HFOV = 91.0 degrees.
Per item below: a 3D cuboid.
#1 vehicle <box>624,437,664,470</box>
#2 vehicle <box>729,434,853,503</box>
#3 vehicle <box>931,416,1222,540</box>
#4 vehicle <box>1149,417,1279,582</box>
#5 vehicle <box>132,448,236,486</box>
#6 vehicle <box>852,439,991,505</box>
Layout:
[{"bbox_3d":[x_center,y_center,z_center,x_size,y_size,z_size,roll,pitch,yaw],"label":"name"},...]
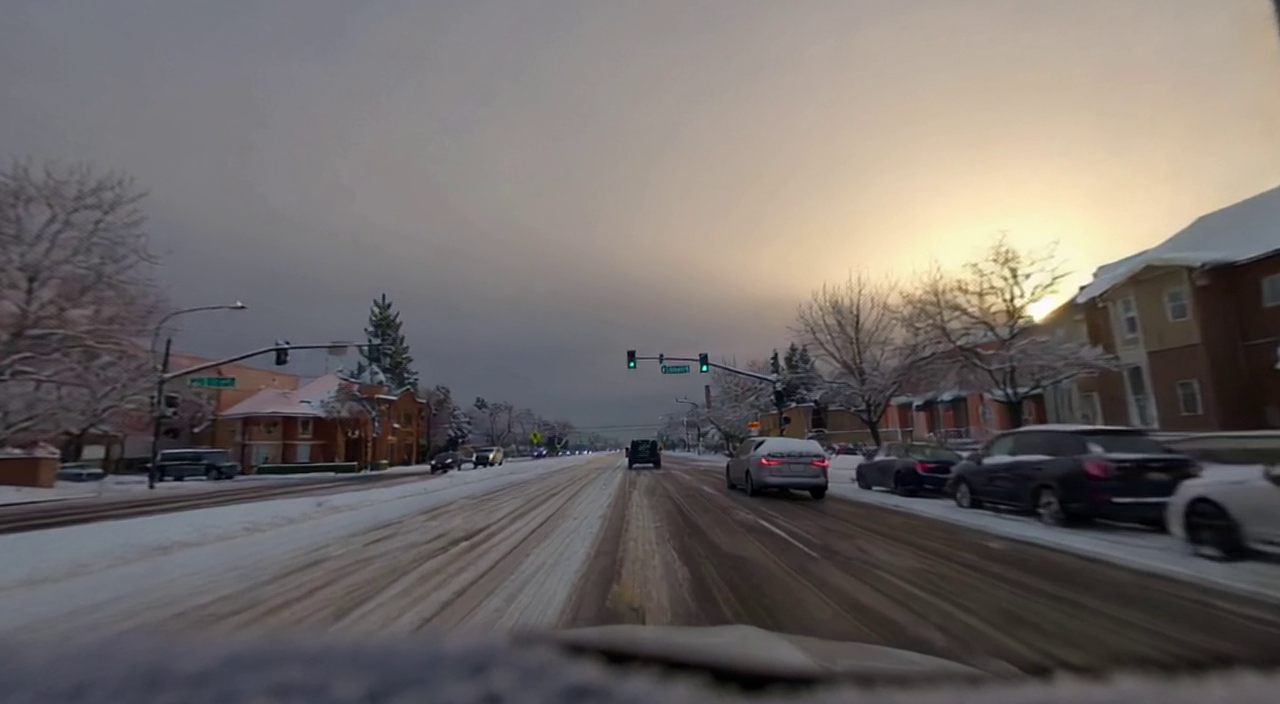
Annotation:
[{"bbox_3d":[0.204,6.188,38.580,2.239,1.856,4.815,0,-9,-1],"label":"vehicle"},{"bbox_3d":[3.736,2.984,16.488,2.178,1.546,4.311,0,-9,0],"label":"vehicle"},{"bbox_3d":[7.150,2.098,11.071,1.934,1.723,4.414,0,-9,0],"label":"vehicle"},{"bbox_3d":[7.192,1.358,5.604,1.876,1.598,4.171,0,-9,2],"label":"vehicle"},{"bbox_3d":[-35.136,8.859,48.627,5.947,2.769,2.763,-1,-9,6],"label":"vehicle"},{"bbox_3d":[7.198,3.083,16.590,1.852,1.494,3.850,0,-9,0],"label":"vehicle"}]
